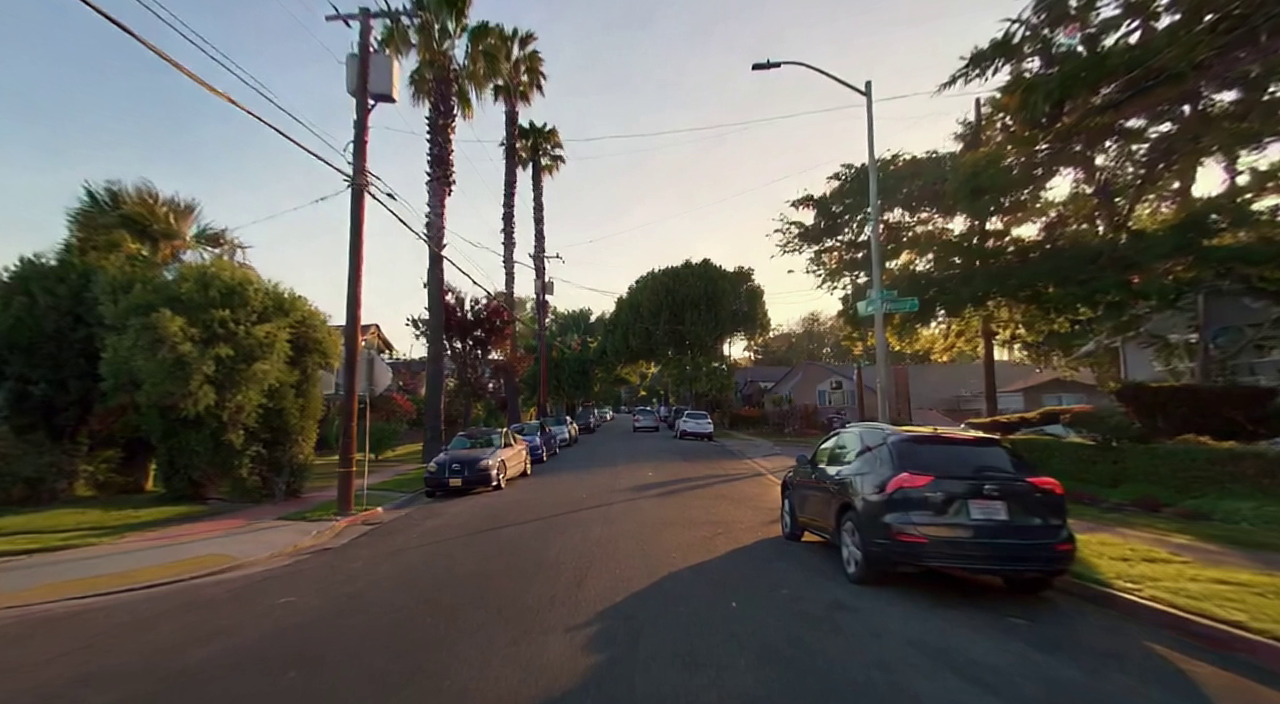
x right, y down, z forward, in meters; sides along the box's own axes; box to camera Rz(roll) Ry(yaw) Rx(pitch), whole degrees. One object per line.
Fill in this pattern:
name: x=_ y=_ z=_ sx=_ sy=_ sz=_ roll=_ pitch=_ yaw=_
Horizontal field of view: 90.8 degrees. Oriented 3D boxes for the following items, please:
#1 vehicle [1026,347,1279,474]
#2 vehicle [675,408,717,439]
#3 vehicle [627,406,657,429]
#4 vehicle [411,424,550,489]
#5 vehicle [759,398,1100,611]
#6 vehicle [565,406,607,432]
vehicle: x=10.775 y=1.322 z=12.857 sx=2.302 sy=2.005 sz=5.819 roll=-1 pitch=-8 yaw=2
vehicle: x=3.173 y=4.200 z=36.625 sx=2.060 sy=1.614 sz=4.652 roll=0 pitch=-8 yaw=0
vehicle: x=0.119 y=4.834 z=45.973 sx=2.081 sy=1.483 sz=4.599 roll=0 pitch=-8 yaw=0
vehicle: x=-4.072 y=2.819 z=17.391 sx=2.157 sy=1.487 sz=5.718 roll=-1 pitch=-8 yaw=2
vehicle: x=2.768 y=1.573 z=7.538 sx=1.895 sy=1.680 sz=4.842 roll=0 pitch=-8 yaw=2
vehicle: x=-3.690 y=4.778 z=44.509 sx=2.130 sy=1.543 sz=5.386 roll=-1 pitch=-8 yaw=4
